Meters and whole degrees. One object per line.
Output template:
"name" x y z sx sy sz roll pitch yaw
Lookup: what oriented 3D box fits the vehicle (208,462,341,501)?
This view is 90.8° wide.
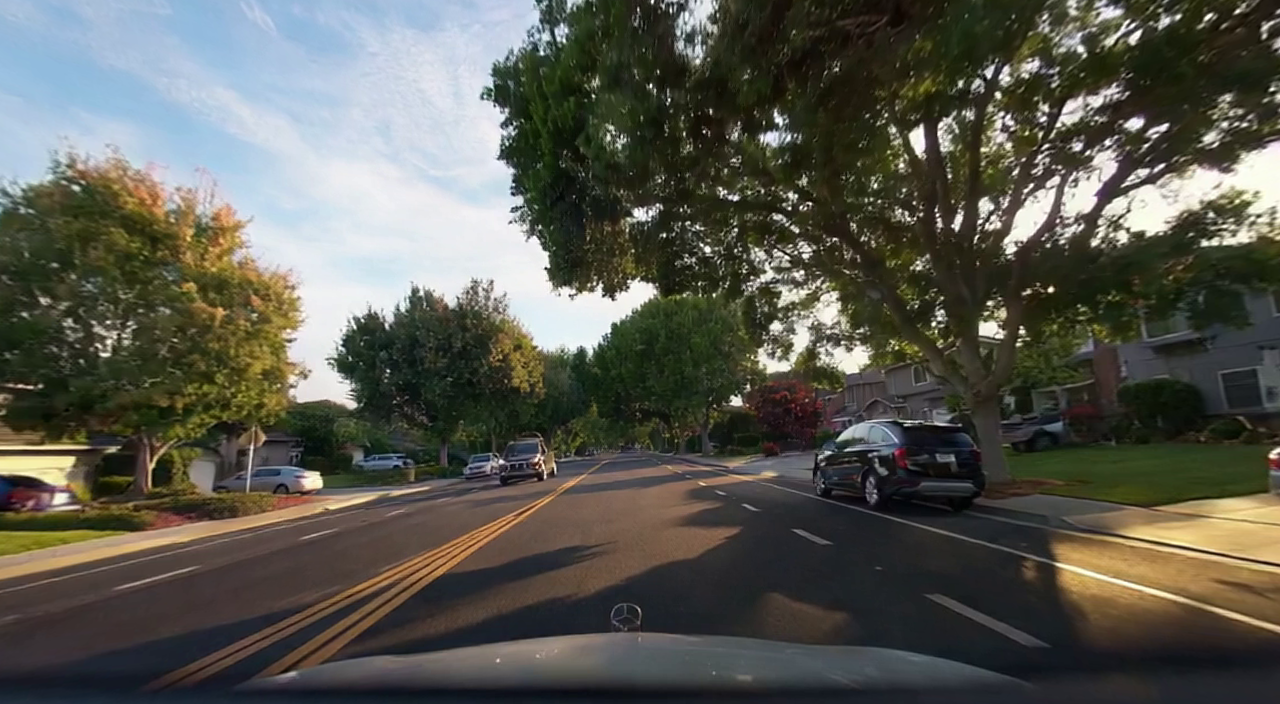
"vehicle" -15.291 5.429 26.646 4.353 1.467 1.931 0 -9 -2

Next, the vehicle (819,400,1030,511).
"vehicle" 6.034 2.320 14.464 2.205 2.020 5.634 0 -9 0

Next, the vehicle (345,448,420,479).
"vehicle" -19.683 8.535 48.445 4.802 1.868 2.395 -3 -7 -1

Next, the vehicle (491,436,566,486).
"vehicle" -4.437 4.420 26.032 2.151 1.830 5.172 0 -9 0

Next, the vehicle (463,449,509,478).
"vehicle" -9.964 7.216 41.185 1.931 1.465 4.683 -5 -8 -3
